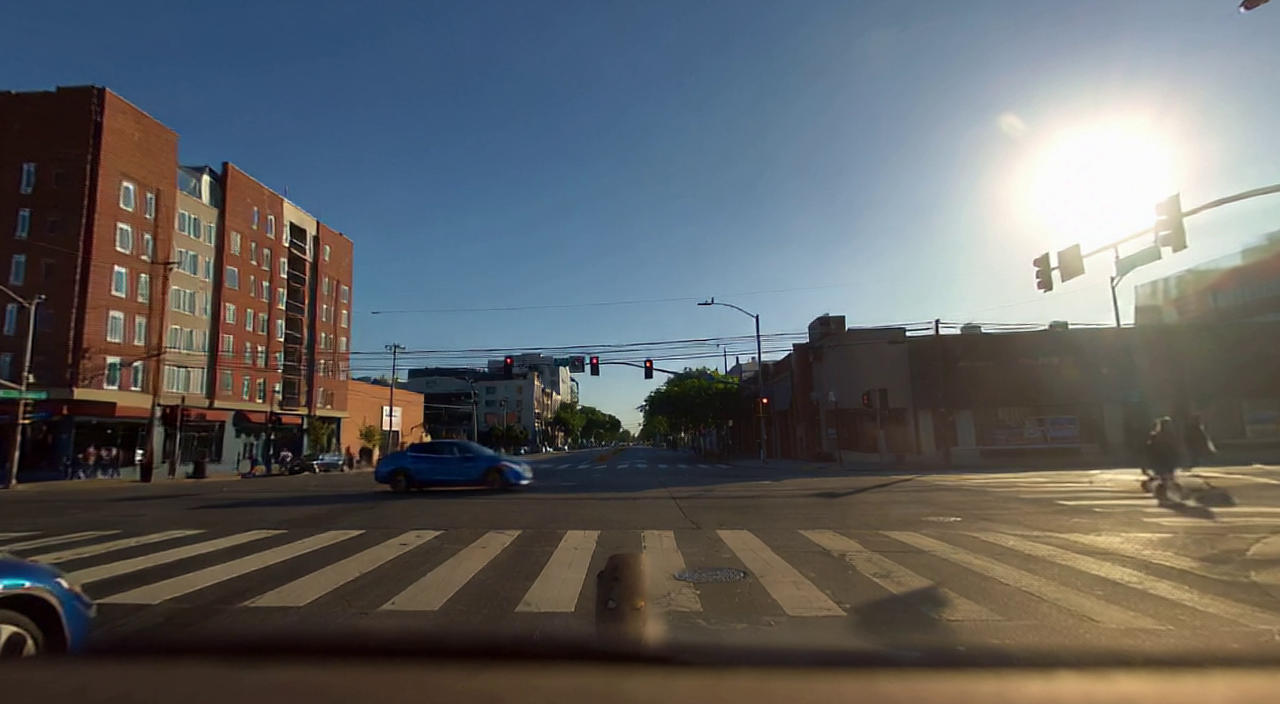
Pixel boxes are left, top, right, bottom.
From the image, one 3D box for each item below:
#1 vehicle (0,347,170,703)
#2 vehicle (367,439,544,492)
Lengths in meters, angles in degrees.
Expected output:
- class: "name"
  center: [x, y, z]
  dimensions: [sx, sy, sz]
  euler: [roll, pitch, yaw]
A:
- class: "vehicle"
  center: [-3.632, 0.616, 1.062]
  dimensions: [2.109, 1.692, 4.587]
  euler: [0, -8, 0]
- class: "vehicle"
  center: [-5.284, 3.305, 18.449]
  dimensions: [4.551, 1.454, 1.941]
  euler: [0, -8, 1]
